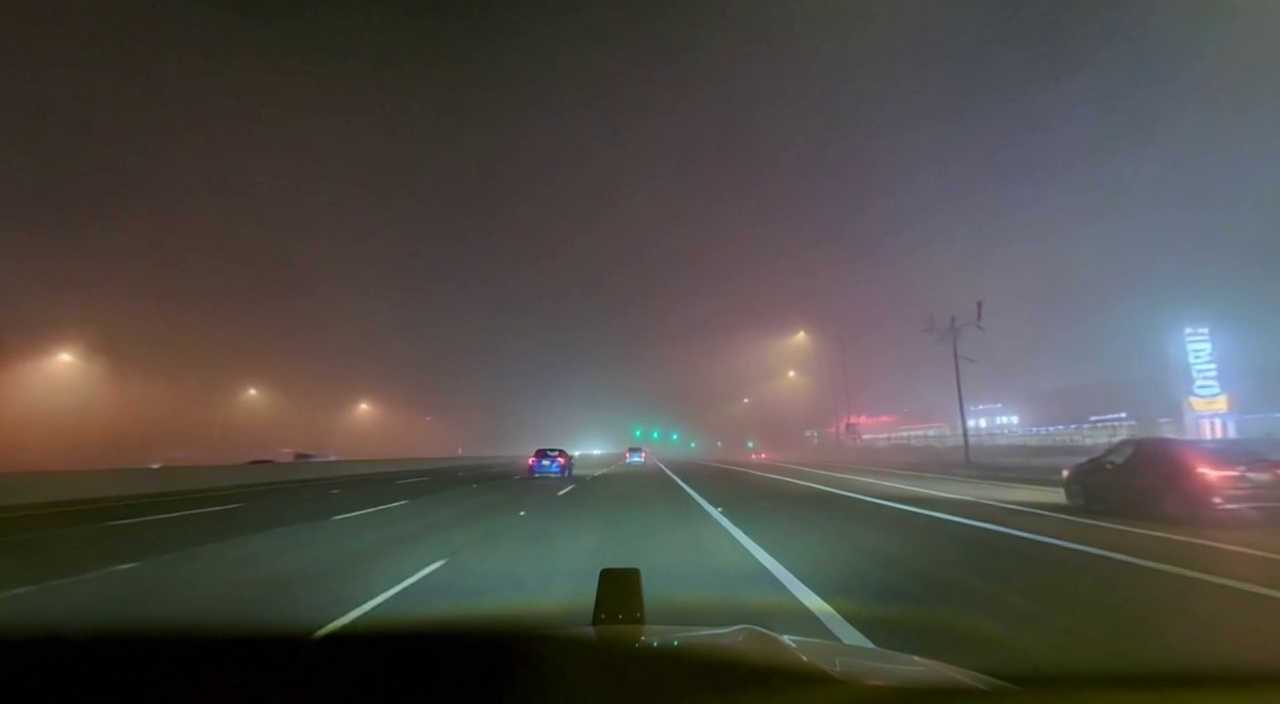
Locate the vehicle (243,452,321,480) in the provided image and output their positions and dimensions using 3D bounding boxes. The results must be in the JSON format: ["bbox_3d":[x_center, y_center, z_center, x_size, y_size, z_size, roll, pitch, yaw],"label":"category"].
[{"bbox_3d":[-22.113,7.036,39.170,1.929,1.597,4.923,0,-9,1],"label":"vehicle"}]

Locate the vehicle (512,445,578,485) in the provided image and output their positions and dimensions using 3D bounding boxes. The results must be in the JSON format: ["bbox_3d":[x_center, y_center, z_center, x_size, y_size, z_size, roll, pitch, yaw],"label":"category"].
[{"bbox_3d":[-3.961,4.801,27.049,2.071,1.553,4.388,0,-9,1],"label":"vehicle"}]

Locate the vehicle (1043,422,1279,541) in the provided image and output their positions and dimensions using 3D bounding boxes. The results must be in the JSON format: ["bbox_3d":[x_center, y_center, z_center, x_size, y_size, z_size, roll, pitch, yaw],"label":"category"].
[{"bbox_3d":[9.655,2.107,10.878,2.035,1.566,5.409,-1,-9,3],"label":"vehicle"}]
